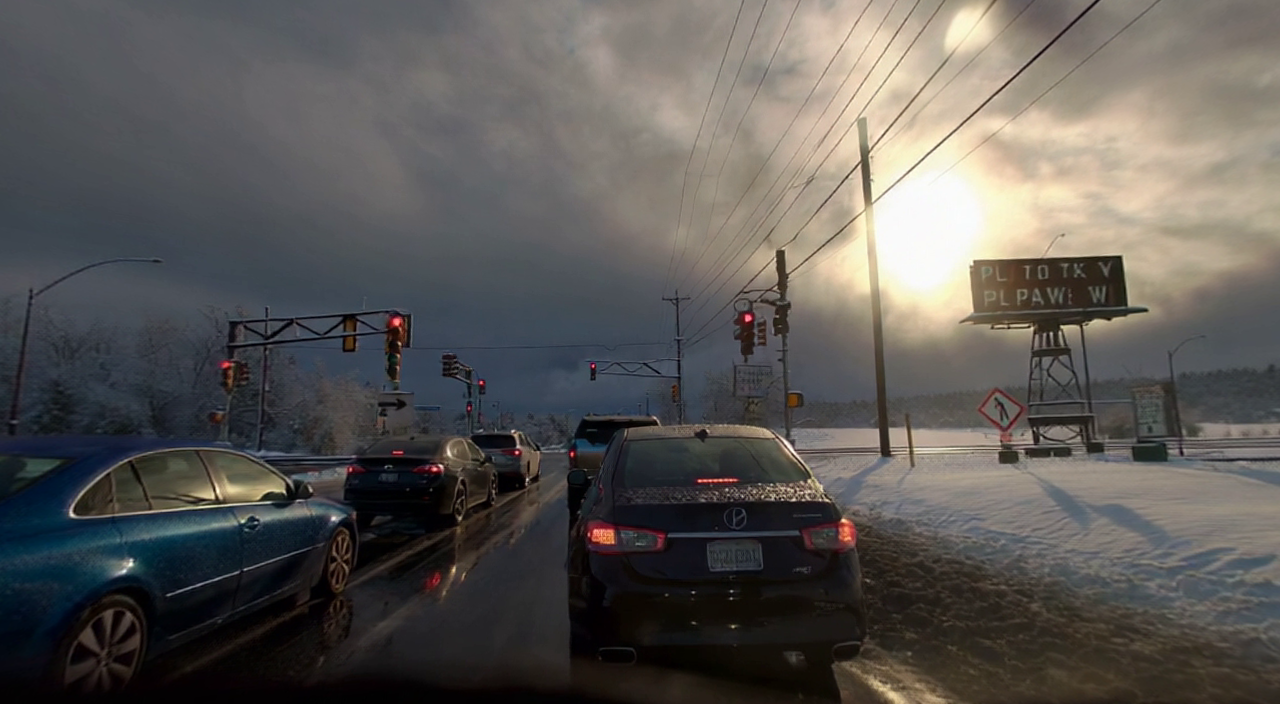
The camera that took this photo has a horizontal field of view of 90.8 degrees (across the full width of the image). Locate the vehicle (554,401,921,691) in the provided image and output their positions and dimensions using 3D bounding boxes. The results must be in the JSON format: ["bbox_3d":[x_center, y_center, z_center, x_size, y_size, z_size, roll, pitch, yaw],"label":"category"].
[{"bbox_3d":[0.413,1.334,5.461,1.998,1.529,3.960,1,-9,-4],"label":"vehicle"}]

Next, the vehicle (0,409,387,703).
[{"bbox_3d":[-3.709,1.249,4.450,1.956,1.468,4.585,0,-9,0],"label":"vehicle"}]

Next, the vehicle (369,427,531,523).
[{"bbox_3d":[-3.353,2.254,12.073,1.984,1.505,3.982,0,-9,-2],"label":"vehicle"}]
